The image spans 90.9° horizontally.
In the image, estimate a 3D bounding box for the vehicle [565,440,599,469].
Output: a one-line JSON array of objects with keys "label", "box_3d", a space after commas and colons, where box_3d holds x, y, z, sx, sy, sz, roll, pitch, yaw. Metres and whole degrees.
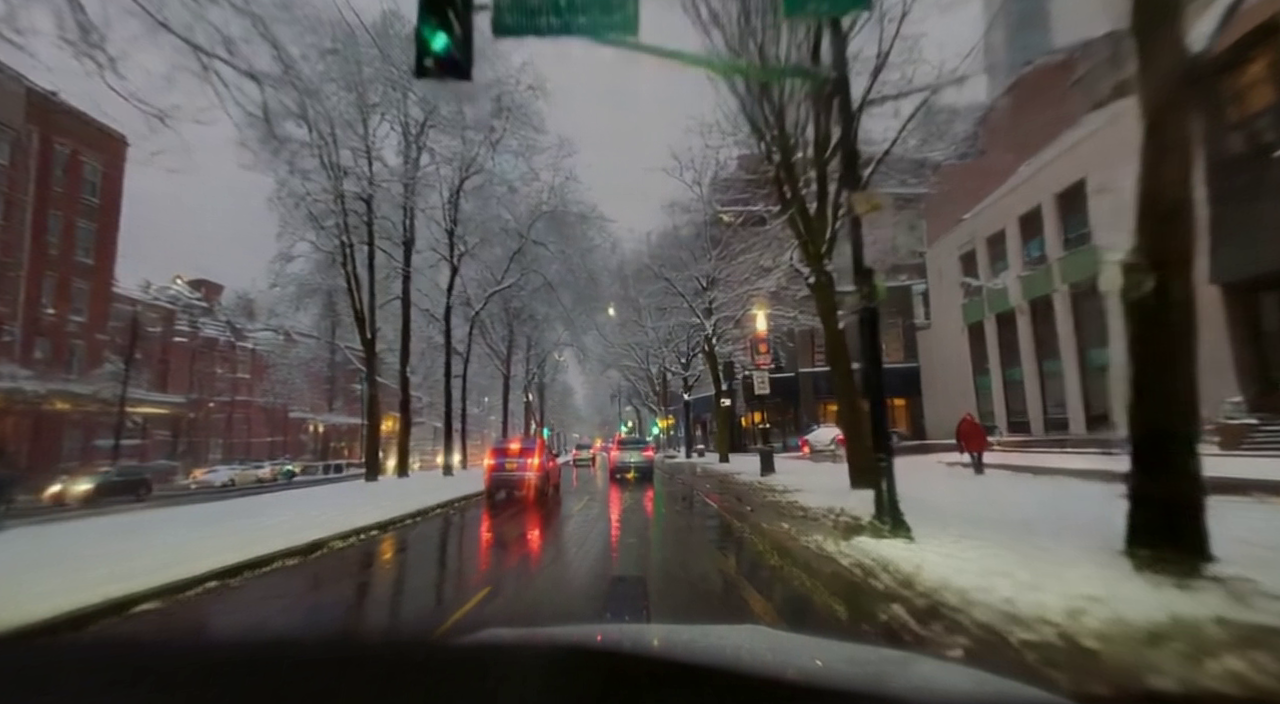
[{"label": "vehicle", "box_3d": [-3.988, 7.133, 44.155, 2.220, 1.847, 4.587, 0, -8, -3]}]

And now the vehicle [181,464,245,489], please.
[{"label": "vehicle", "box_3d": [-32.212, 9.389, 47.675, 1.913, 1.579, 4.379, 0, -8, -3]}]

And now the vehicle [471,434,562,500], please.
[{"label": "vehicle", "box_3d": [-3.495, 3.317, 18.627, 1.940, 1.722, 3.823, 0, -8, -1]}]

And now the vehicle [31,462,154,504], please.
[{"label": "vehicle", "box_3d": [-27.853, 6.641, 32.362, 1.998, 1.797, 5.035, 0, -8, -4]}]

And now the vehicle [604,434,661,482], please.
[{"label": "vehicle", "box_3d": [-0.338, 4.209, 25.317, 2.120, 1.758, 3.917, 0, -8, -2]}]
